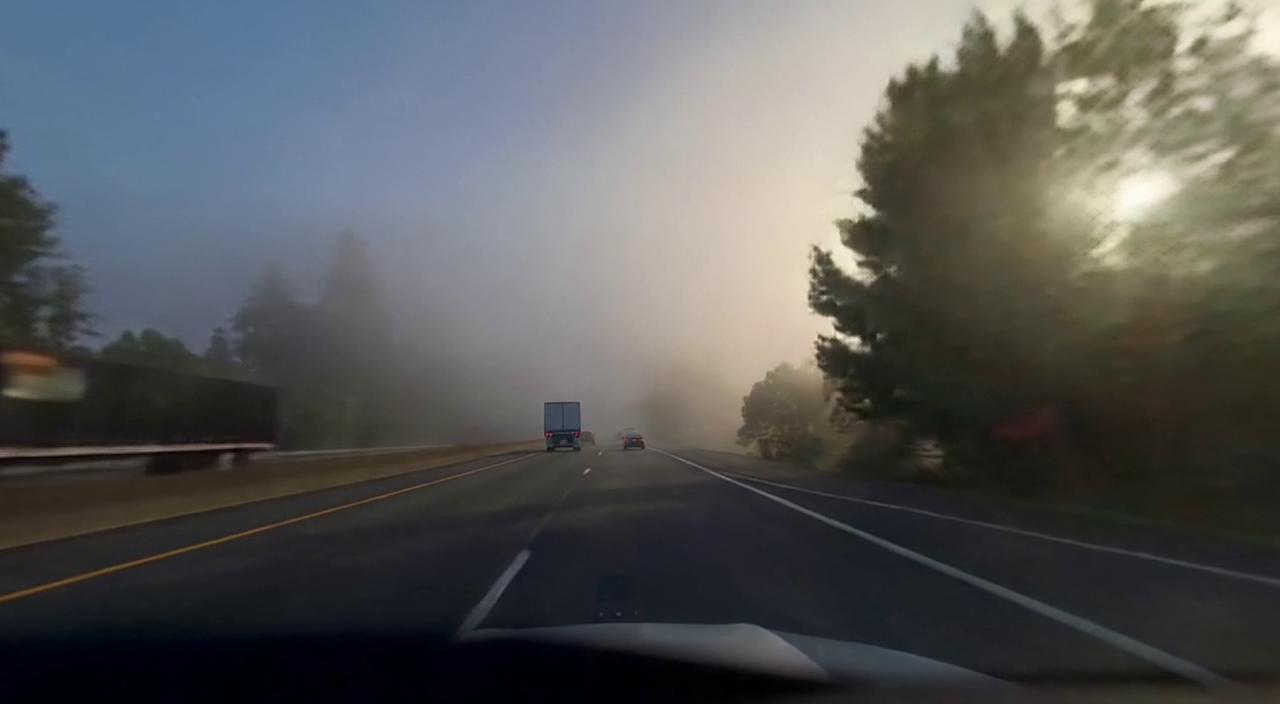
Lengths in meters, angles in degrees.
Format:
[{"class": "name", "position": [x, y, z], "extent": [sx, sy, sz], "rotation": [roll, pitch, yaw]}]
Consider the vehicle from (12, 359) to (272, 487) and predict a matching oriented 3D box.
[{"class": "vehicle", "position": [-17.130, 2.624, 22.754], "extent": [2.846, 3.773, 8.228], "rotation": [0, -8, -3]}]

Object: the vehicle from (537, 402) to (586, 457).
[{"class": "vehicle", "position": [-4.736, 4.854, 39.029], "extent": [2.450, 3.098, 6.965], "rotation": [0, -8, -2]}]

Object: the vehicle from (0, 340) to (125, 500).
[{"class": "vehicle", "position": [-16.627, 1.404, 13.272], "extent": [2.992, 3.780, 10.447], "rotation": [0, -8, -3]}]

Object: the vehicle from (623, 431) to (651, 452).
[{"class": "vehicle", "position": [-0.290, 6.788, 47.875], "extent": [1.988, 1.472, 3.716], "rotation": [0, -8, -3]}]
